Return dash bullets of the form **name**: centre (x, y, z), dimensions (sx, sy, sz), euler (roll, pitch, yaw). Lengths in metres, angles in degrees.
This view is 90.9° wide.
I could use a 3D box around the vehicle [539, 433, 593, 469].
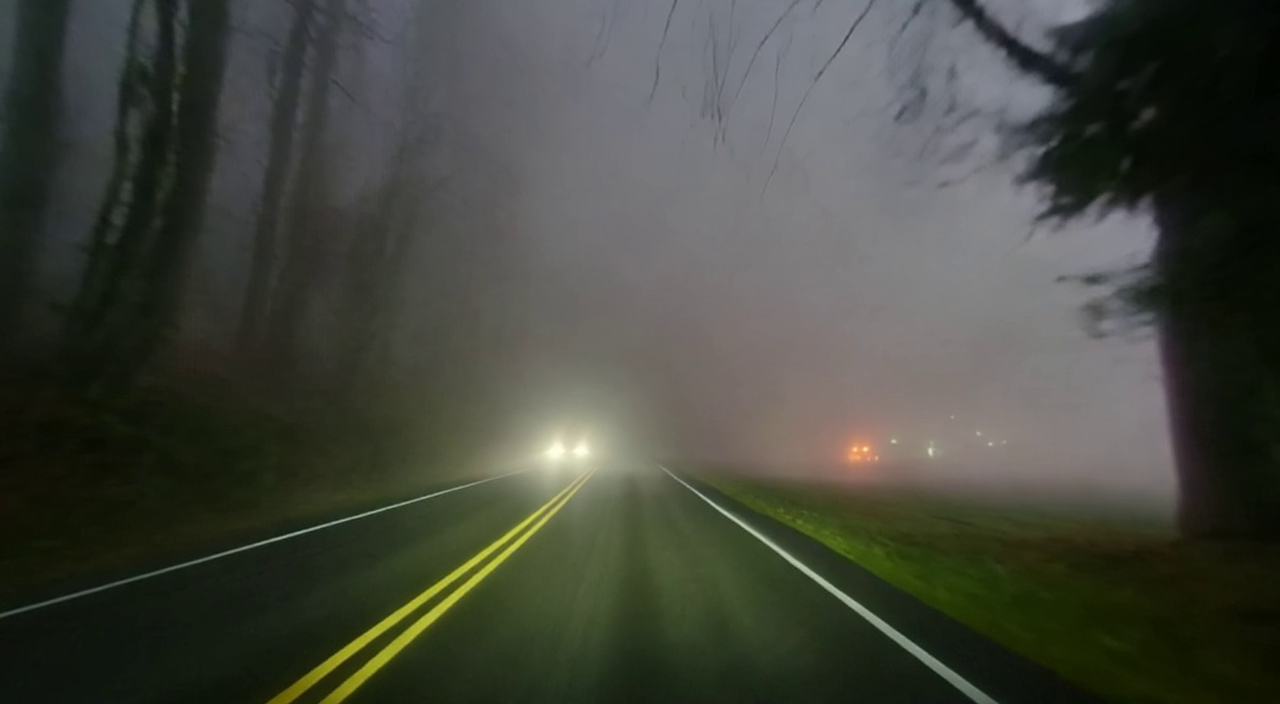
- **vehicle**: centre (-4.231, 5.804, 37.401), dimensions (2.531, 1.923, 6.417), euler (0, -8, -1)
